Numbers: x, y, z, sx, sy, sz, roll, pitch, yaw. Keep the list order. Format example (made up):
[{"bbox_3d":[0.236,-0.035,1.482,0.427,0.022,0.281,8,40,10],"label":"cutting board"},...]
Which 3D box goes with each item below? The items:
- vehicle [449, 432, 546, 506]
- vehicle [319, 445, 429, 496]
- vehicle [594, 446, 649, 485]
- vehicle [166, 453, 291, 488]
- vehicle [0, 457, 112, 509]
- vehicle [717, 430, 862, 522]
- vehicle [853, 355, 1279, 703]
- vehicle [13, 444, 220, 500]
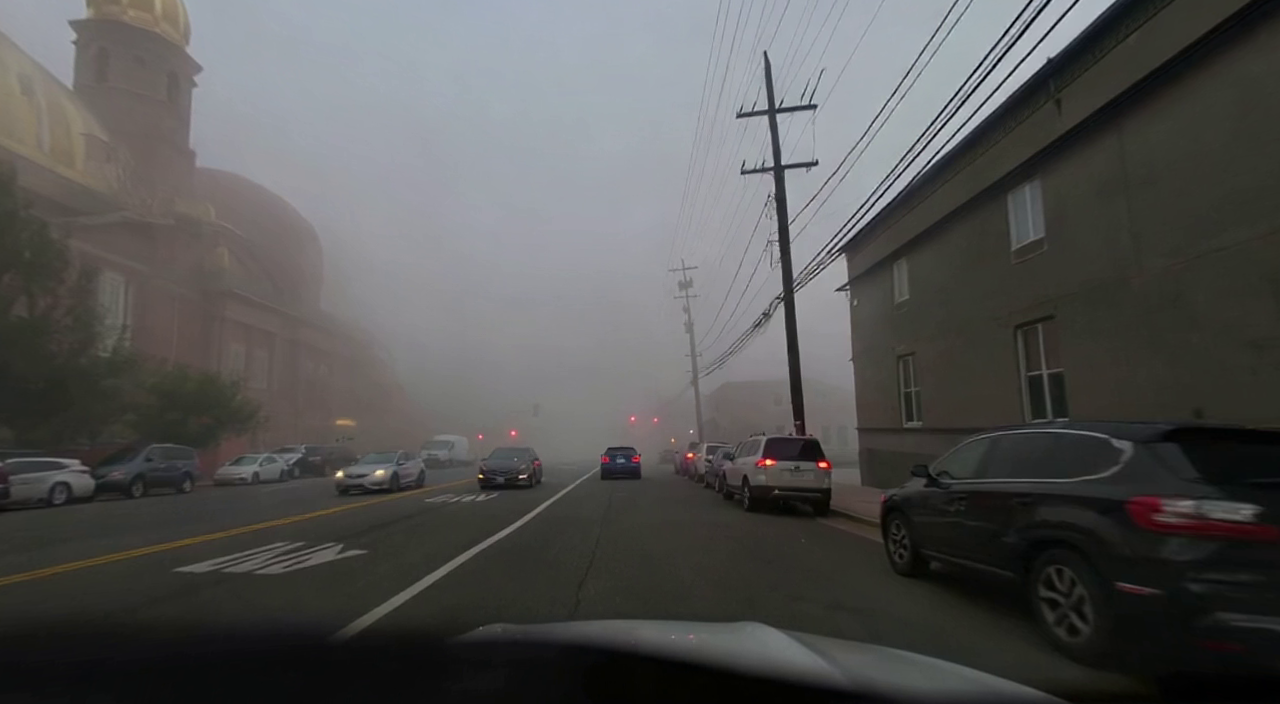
[{"bbox_3d":[-3.716,3.108,17.304,2.240,1.731,4.470,1,-9,-8],"label":"vehicle"},{"bbox_3d":[-9.074,4.041,21.972,1.996,1.547,4.238,0,-9,-1],"label":"vehicle"},{"bbox_3d":[-0.699,4.595,26.010,2.049,1.453,4.299,0,-9,0],"label":"vehicle"},{"bbox_3d":[-19.105,5.502,29.473,4.465,1.496,1.836,0,-9,0],"label":"vehicle"},{"bbox_3d":[-19.134,3.954,19.315,4.252,1.451,1.914,0,-9,1],"label":"vehicle"},{"bbox_3d":[3.382,2.936,15.510,2.106,1.750,5.328,3,-9,-2],"label":"vehicle"},{"bbox_3d":[3.622,1.305,5.144,2.133,1.791,4.642,2,-9,-1],"label":"vehicle"},{"bbox_3d":[-18.653,4.266,22.761,5.376,1.885,2.218,0,-9,-1],"label":"vehicle"}]
